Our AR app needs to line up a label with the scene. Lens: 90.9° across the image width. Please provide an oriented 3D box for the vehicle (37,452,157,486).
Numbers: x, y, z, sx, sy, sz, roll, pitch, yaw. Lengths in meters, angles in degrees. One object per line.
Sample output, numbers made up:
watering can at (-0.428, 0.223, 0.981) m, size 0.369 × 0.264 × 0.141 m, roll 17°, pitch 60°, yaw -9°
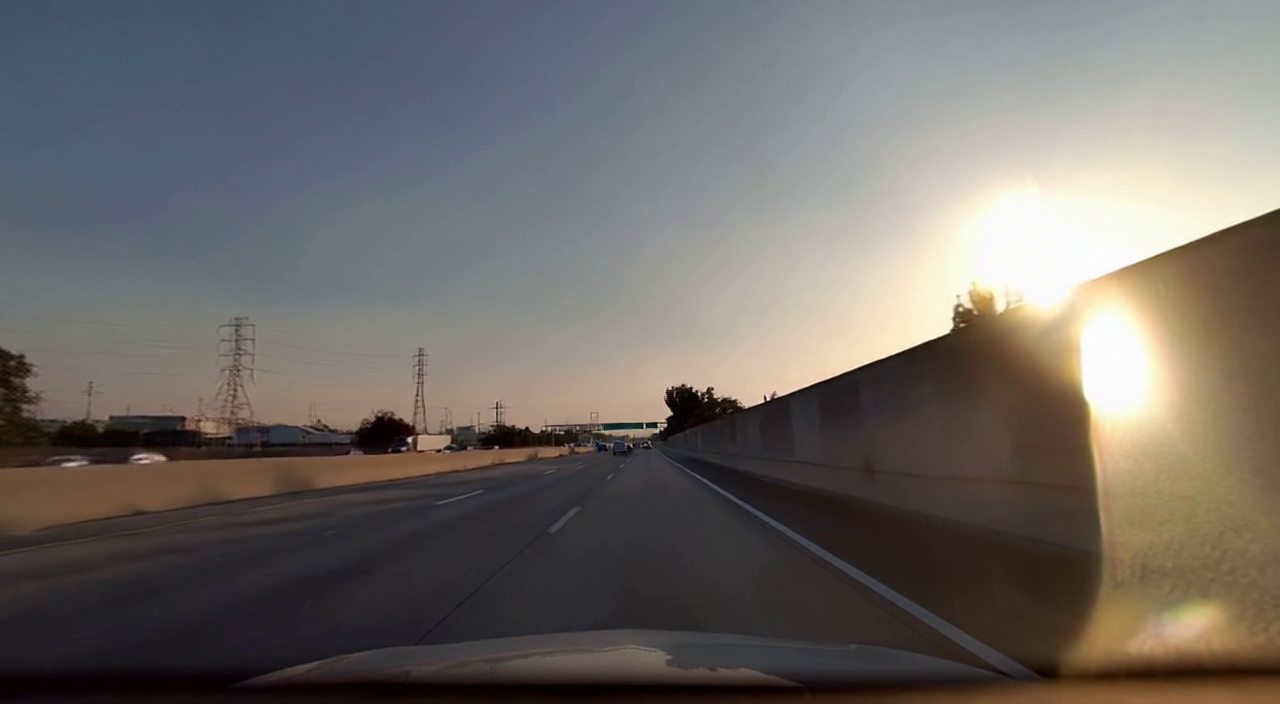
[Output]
vehicle at (-28.136, 6.039, 32.929) m, size 1.893 × 1.522 × 4.847 m, roll 0°, pitch -8°, yaw 1°
